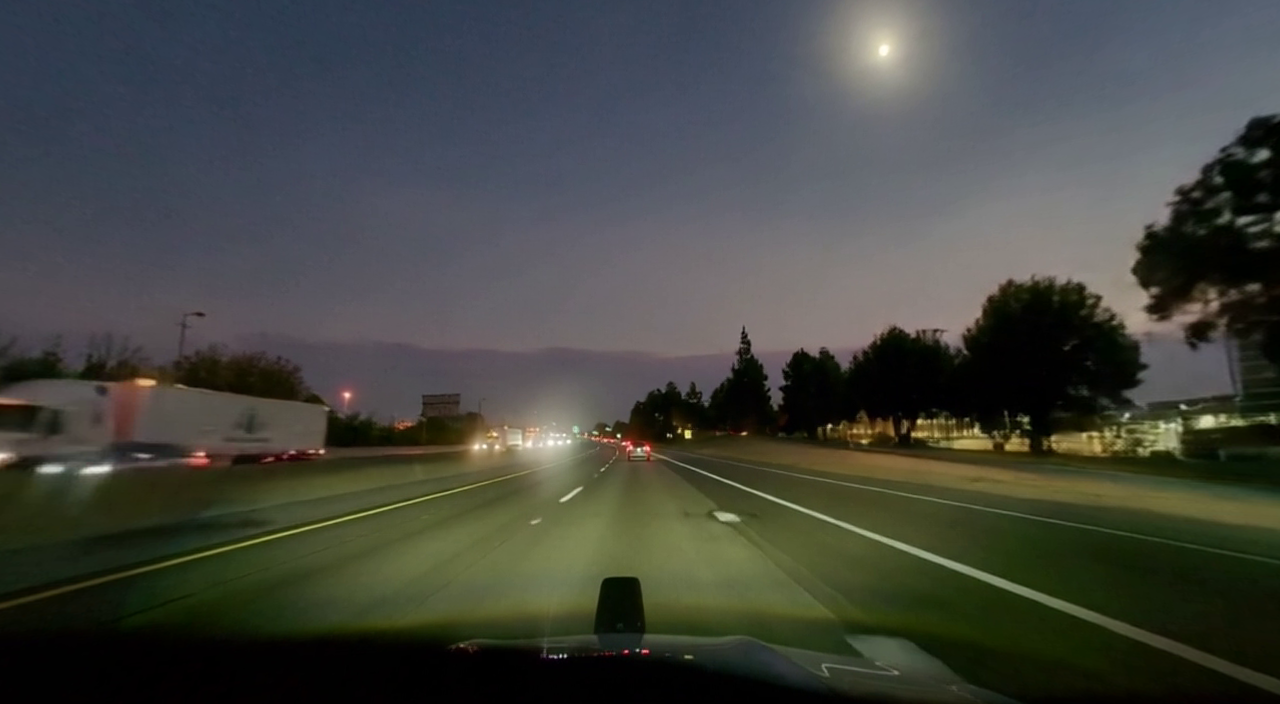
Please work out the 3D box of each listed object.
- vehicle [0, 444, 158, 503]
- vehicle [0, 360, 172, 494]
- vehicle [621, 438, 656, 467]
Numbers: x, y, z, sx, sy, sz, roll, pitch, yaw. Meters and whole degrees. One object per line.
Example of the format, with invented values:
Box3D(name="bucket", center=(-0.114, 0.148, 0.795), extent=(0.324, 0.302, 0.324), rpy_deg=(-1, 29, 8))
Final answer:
Box3D(name="vehicle", center=(-17.206, 3.504, 18.659), extent=(1.988, 1.500, 4.746), rpy_deg=(0, -8, 0))
Box3D(name="vehicle", center=(-21.157, 2.701, 21.889), extent=(3.030, 4.070, 8.415), rpy_deg=(0, -8, 0))
Box3D(name="vehicle", center=(-0.128, 6.208, 38.965), extent=(2.029, 1.666, 4.064), rpy_deg=(0, -8, -1))
